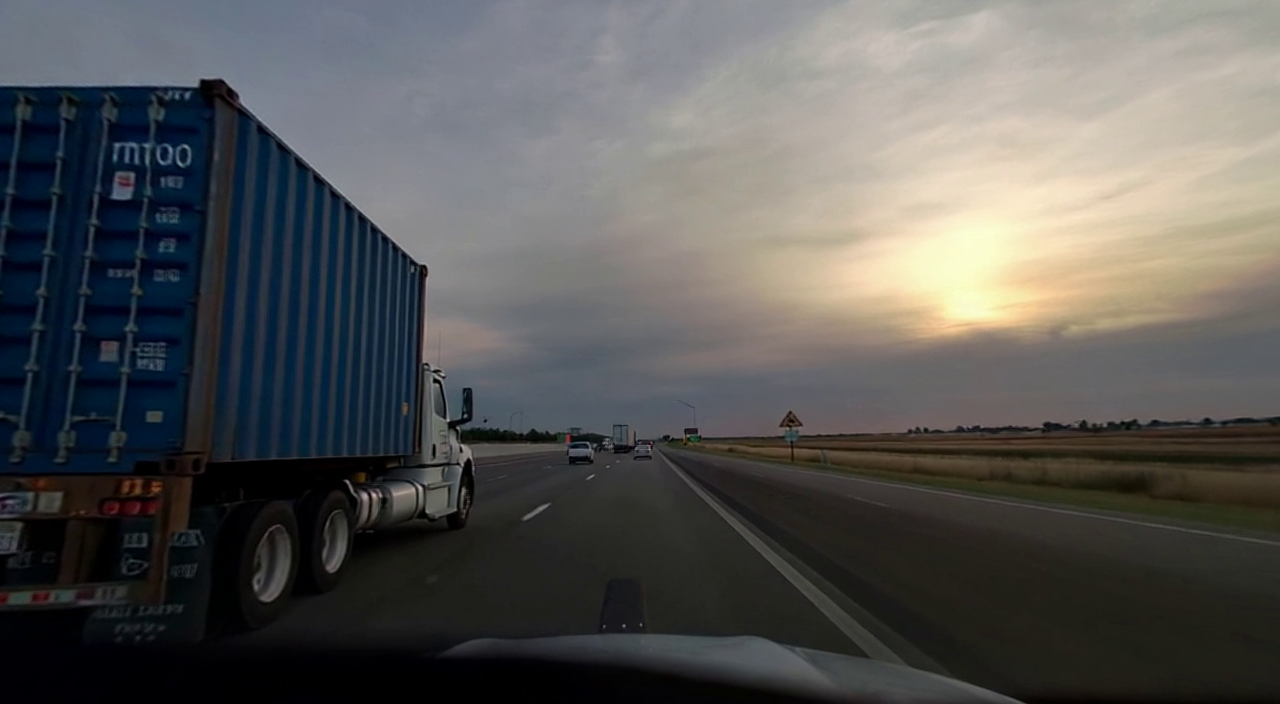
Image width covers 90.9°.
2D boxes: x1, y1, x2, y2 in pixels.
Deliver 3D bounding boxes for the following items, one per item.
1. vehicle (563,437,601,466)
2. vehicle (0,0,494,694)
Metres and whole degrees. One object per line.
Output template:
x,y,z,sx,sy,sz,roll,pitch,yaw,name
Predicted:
-3.606,6.290,40.047,1.995,1.745,4.187,0,-8,1,vehicle
-4.064,0.296,7.087,2.987,3.868,7.576,0,-8,0,vehicle
